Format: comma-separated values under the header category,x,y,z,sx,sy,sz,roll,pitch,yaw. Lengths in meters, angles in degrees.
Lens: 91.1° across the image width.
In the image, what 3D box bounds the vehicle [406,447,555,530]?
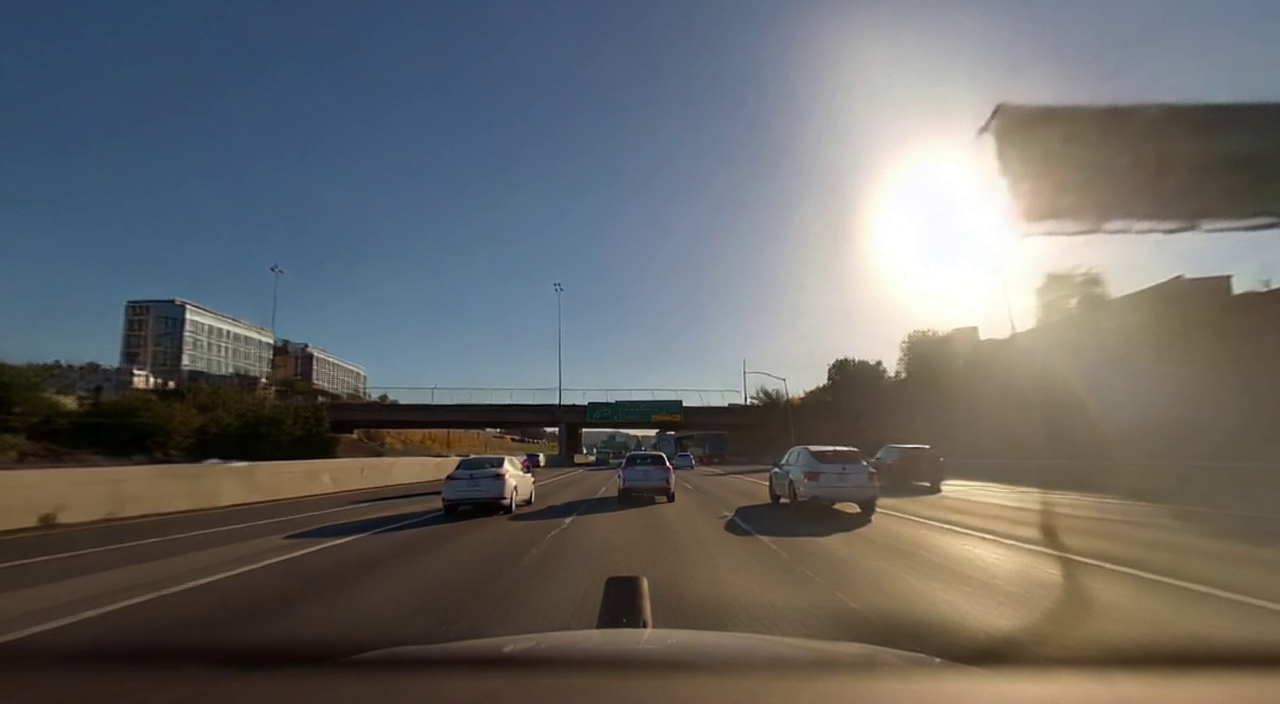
category,x,y,z,sx,sy,sz,roll,pitch,yaw
vehicle,-3.274,2.895,13.995,2.011,1.510,4.698,0,-9,1

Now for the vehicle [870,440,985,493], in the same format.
category,x,y,z,sx,sy,sz,roll,pitch,yaw
vehicle,10.589,4.222,23.582,2.133,1.770,4.537,0,-9,0

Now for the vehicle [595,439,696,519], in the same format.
category,x,y,z,sx,sy,sz,roll,pitch,yaw
vehicle,0.143,2.979,15.212,2.099,1.640,4.134,0,-9,1

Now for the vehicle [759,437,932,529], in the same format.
category,x,y,z,sx,sy,sz,roll,pitch,yaw
vehicle,4.091,2.688,13.442,2.210,1.625,4.249,0,-9,-1
